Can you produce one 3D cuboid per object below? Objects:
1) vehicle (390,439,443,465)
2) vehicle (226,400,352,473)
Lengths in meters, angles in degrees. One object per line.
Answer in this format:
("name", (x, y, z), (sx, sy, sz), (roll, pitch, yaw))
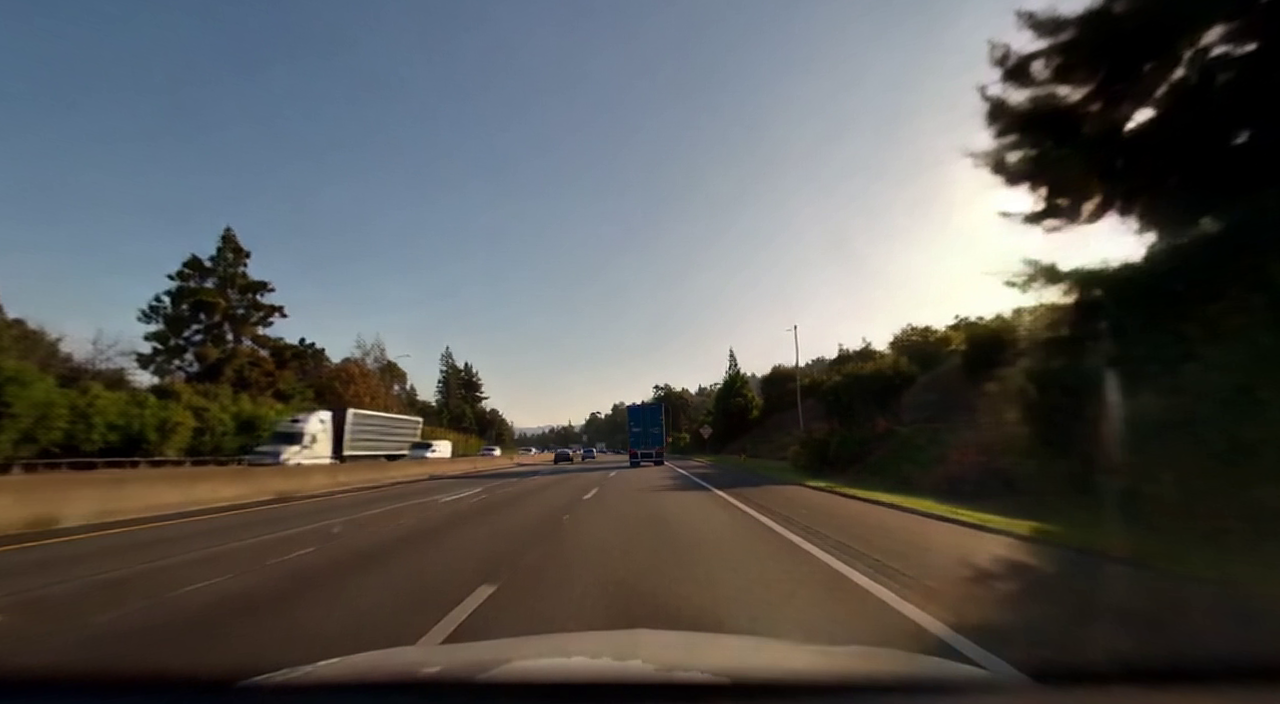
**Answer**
("vehicle", (-16.193, 7.285, 45.898), (2.006, 1.734, 4.746), (0, -9, 1))
("vehicle", (-20.757, 5.148, 37.914), (3.004, 3.930, 7.523), (0, -9, 1))
